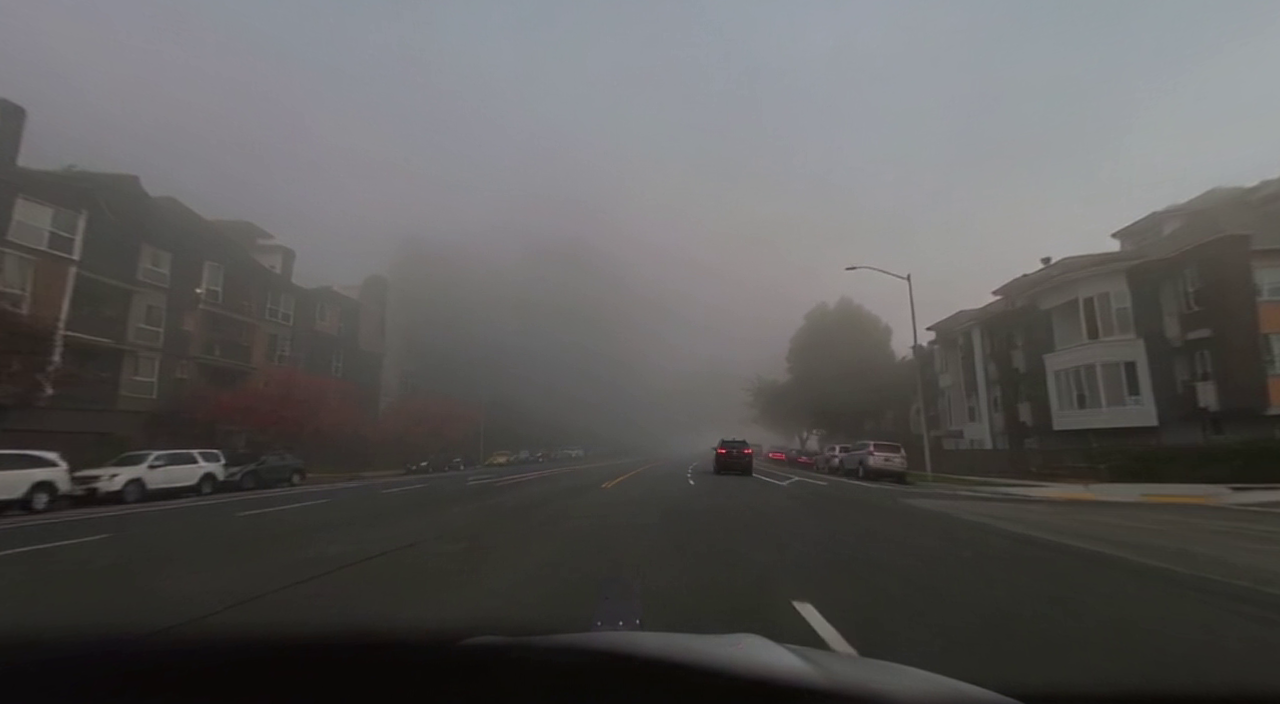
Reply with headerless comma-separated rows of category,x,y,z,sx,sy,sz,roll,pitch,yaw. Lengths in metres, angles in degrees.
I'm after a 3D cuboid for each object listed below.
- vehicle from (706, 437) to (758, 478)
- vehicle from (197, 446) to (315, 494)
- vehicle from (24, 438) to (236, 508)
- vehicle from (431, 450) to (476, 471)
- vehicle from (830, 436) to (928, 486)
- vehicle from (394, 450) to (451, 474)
vehicle,4.314,5.027,30.378,2.085,1.763,4.490,-1,-8,3
vehicle,-16.351,5.007,27.246,2.014,1.734,4.651,-2,-7,3
vehicle,-16.810,3.978,21.451,2.194,2.022,5.828,0,-8,2
vehicle,-14.694,8.557,49.984,1.822,1.478,4.275,-1,-8,6
vehicle,10.574,4.869,28.600,2.460,2.002,5.900,-1,-8,4
vehicle,-15.193,7.693,44.426,2.002,1.510,4.755,-1,-8,4
